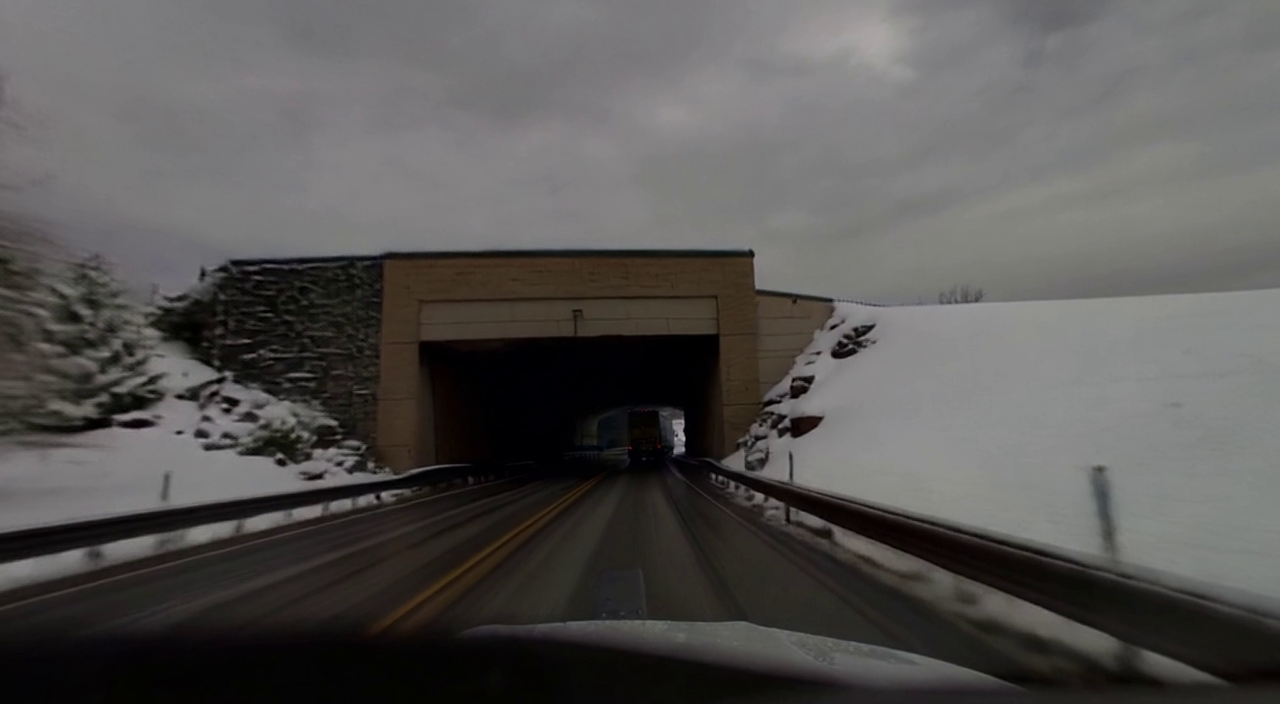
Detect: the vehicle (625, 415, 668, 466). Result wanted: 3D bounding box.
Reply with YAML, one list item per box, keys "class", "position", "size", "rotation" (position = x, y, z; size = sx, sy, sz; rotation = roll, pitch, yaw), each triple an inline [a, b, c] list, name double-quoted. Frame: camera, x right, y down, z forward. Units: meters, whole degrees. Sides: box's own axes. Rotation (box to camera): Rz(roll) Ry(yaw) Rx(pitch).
- class: "vehicle"
  position: [0.612, 7.035, 49.535]
  size: [2.915, 3.468, 11.233]
  rotation: [-1, -9, 2]
